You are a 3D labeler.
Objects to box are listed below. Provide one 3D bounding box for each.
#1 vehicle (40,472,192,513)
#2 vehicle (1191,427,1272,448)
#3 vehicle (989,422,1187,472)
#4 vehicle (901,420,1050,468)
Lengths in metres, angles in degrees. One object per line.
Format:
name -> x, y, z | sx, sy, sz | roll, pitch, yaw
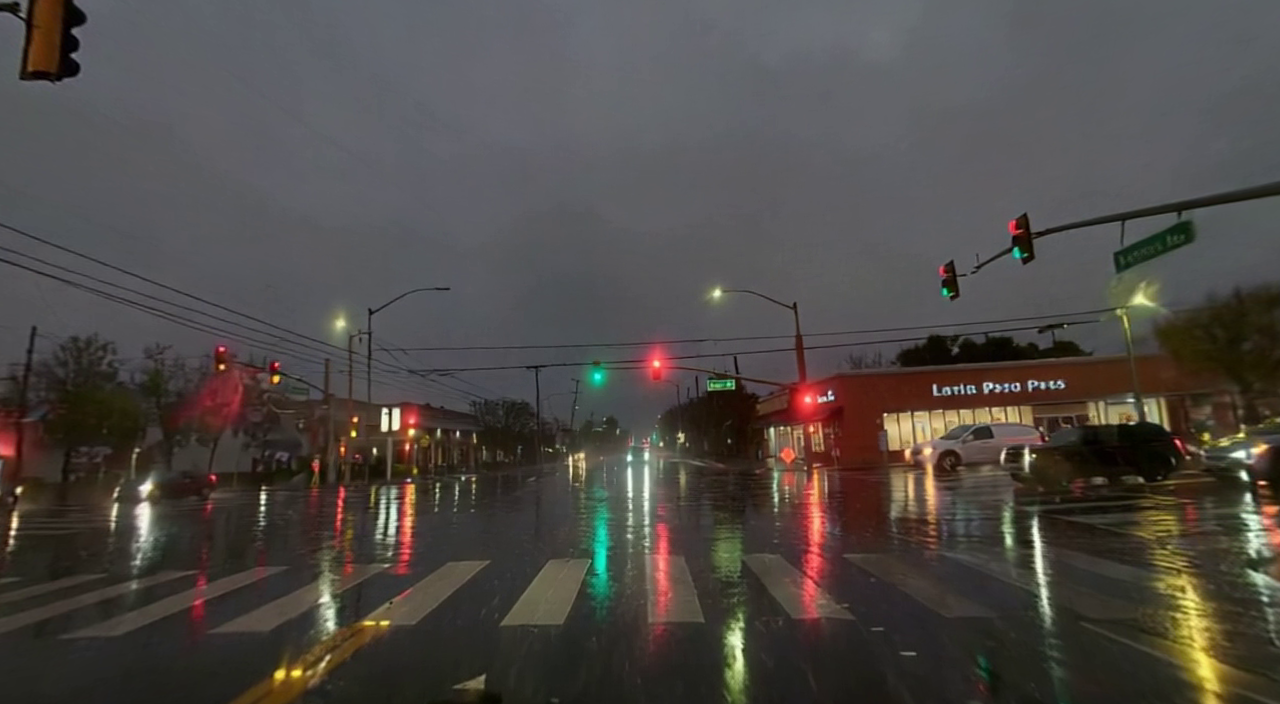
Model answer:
vehicle -> -21.171, 5.677, 25.647 | 4.676, 1.463, 1.909 | -1, -8, 6
vehicle -> 42.040, 6.066, 44.894 | 4.347, 1.446, 1.777 | 1, -9, -9
vehicle -> 14.357, 3.099, 20.634 | 4.835, 1.487, 1.913 | -4, -9, 20
vehicle -> 13.013, 3.645, 24.943 | 4.916, 1.730, 1.986 | -4, -9, 21
